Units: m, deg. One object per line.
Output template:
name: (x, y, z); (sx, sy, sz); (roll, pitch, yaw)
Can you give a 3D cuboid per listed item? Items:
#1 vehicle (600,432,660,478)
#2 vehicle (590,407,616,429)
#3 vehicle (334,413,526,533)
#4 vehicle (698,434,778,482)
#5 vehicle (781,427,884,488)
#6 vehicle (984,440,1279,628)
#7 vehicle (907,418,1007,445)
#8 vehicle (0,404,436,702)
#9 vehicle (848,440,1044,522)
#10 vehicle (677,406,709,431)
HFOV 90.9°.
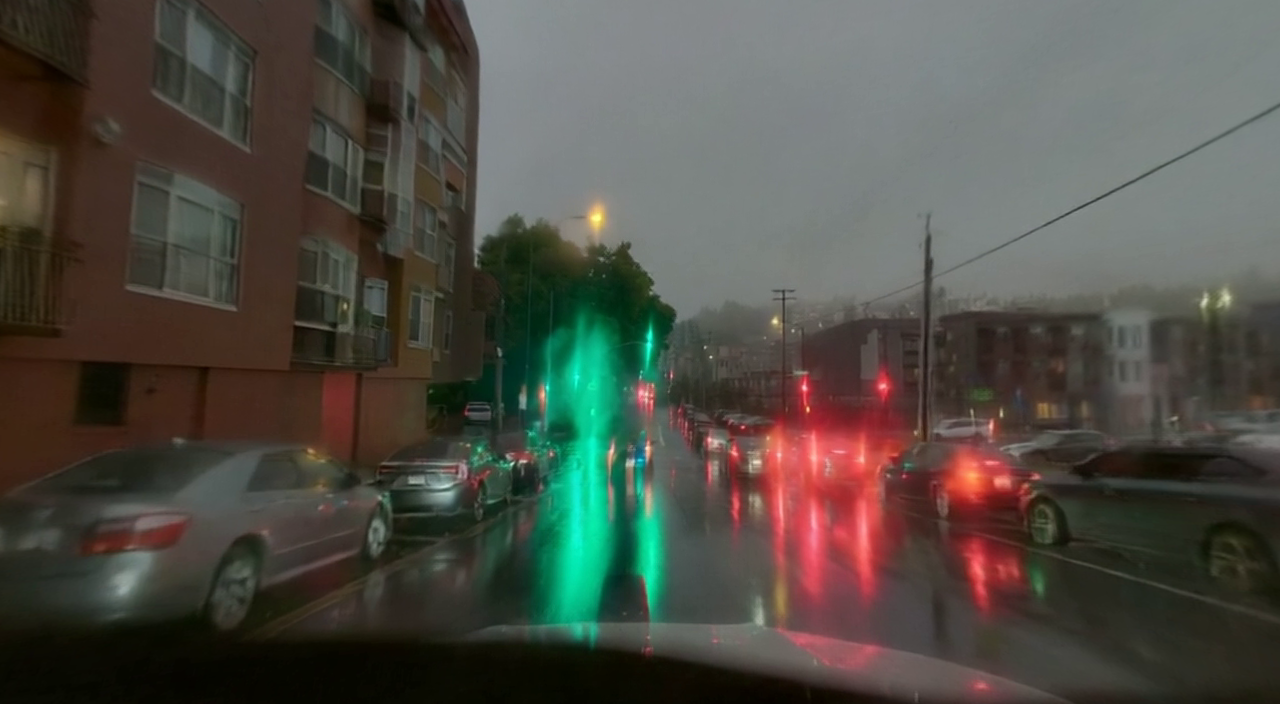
vehicle: (-0.282, 3.620, 22.290); (1.923, 1.460, 3.923); (0, -8, 1)
vehicle: (-2.830, 5.180, 49.329); (1.878, 1.521, 3.697); (0, -8, -1)
vehicle: (-3.412, 2.063, 11.287); (1.922, 1.704, 4.398); (0, -8, 0)
vehicle: (3.208, 3.581, 21.645); (2.055, 1.450, 4.676); (0, -8, 1)
vehicle: (6.176, 3.437, 20.829); (1.999, 1.752, 4.502); (0, -8, 1)
vehicle: (6.089, 1.761, 7.127); (1.938, 1.487, 4.371); (0, -8, 0)
vehicle: (18.448, 4.662, 36.810); (4.738, 1.537, 1.960); (-1, -8, 3)
vehicle: (-3.492, 1.350, 5.485); (1.869, 1.491, 4.458); (0, -8, 1)
vehicle: (6.188, 2.637, 13.475); (1.962, 1.438, 4.440); (0, -8, 0)
vehicle: (3.825, 4.895, 46.150); (2.093, 1.655, 4.327); (0, -8, 1)
